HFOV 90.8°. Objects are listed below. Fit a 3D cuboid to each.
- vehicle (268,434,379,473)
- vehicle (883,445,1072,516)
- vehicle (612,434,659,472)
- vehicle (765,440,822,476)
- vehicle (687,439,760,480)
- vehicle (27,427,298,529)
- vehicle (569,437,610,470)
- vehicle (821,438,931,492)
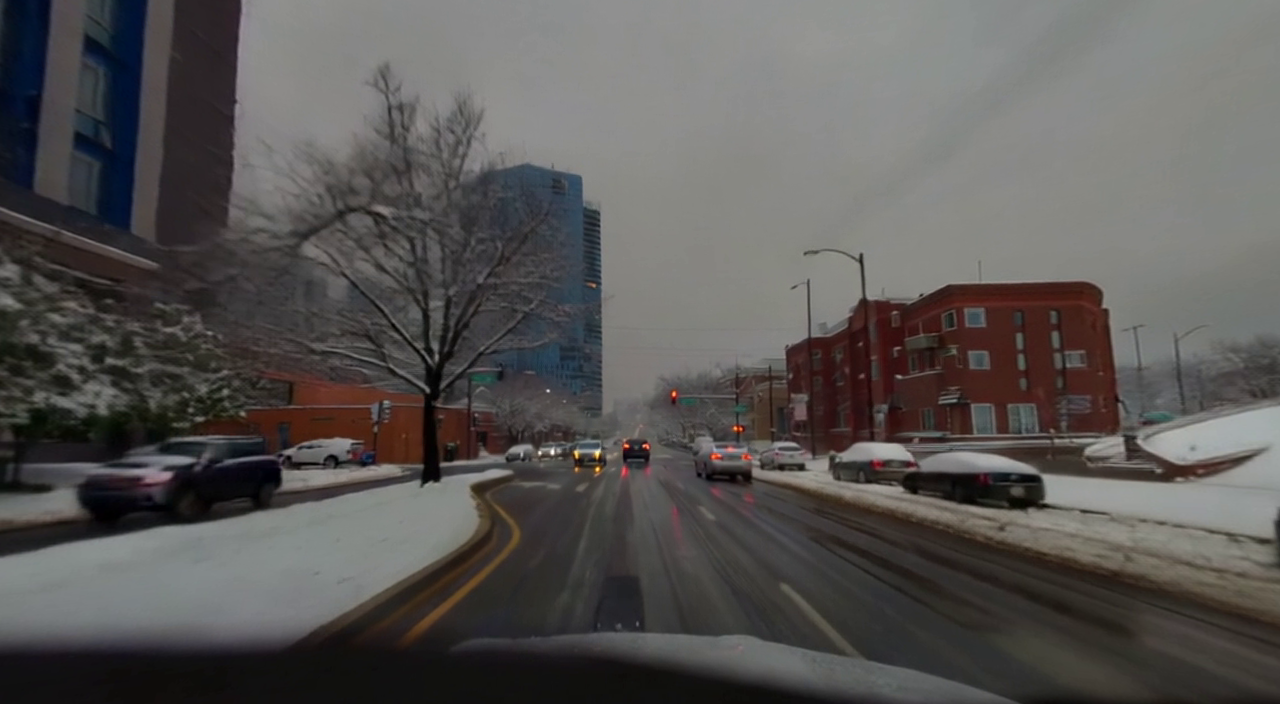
[{"bbox_3d":[-23.531,7.600,47.250,6.679,2.794,2.850,0,-9,3],"label":"vehicle"},{"bbox_3d":[8.207,3.128,16.046,2.054,1.455,4.786,0,-8,-1],"label":"vehicle"},{"bbox_3d":[-0.228,5.339,33.453,2.329,1.842,4.537,0,-8,0],"label":"vehicle"},{"bbox_3d":[8.106,5.608,33.879,1.959,1.719,4.538,1,-7,0],"label":"vehicle"},{"bbox_3d":[3.281,4.367,25.917,2.238,1.499,4.964,0,-8,-1],"label":"vehicle"},{"bbox_3d":[-9.795,2.594,13.642,2.212,1.784,4.626,0,-8,0],"label":"vehicle"},{"bbox_3d":[-2.960,6.039,37.843,2.297,1.812,4.244,0,-8,-3],"label":"vehicle"},{"bbox_3d":[8.081,3.871,22.187,1.963,1.649,4.562,0,-8,-2],"label":"vehicle"}]
